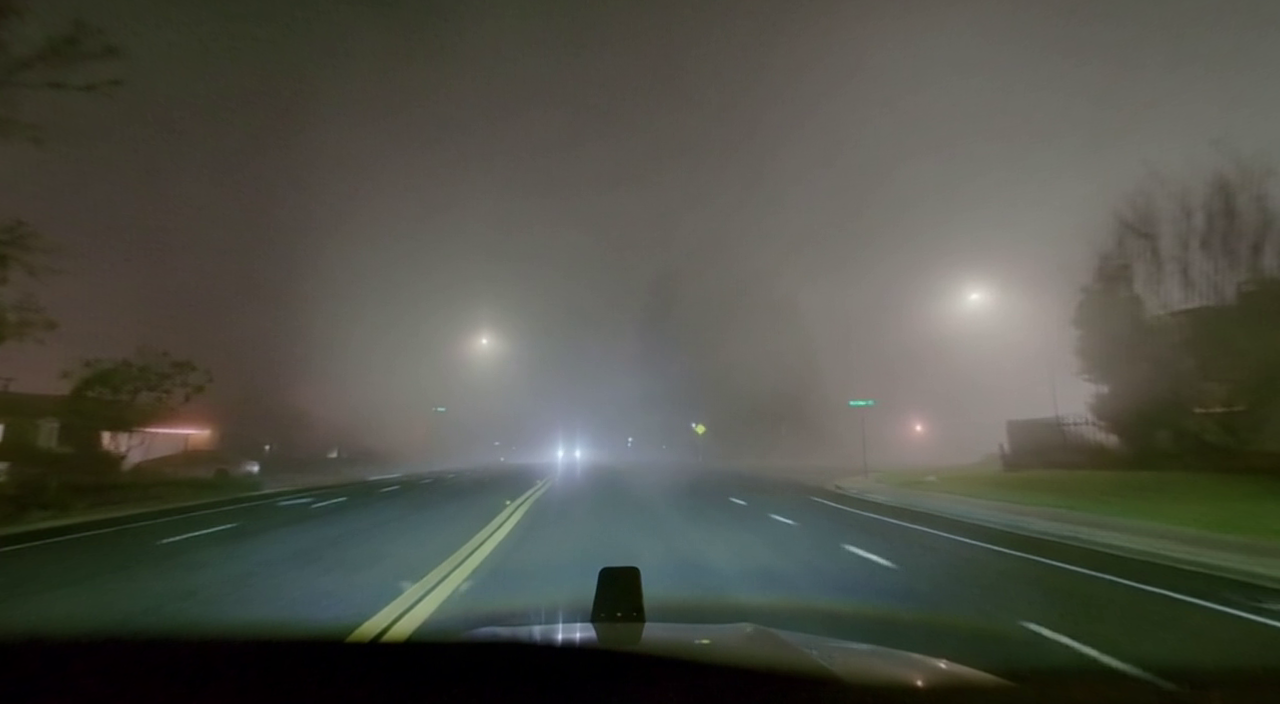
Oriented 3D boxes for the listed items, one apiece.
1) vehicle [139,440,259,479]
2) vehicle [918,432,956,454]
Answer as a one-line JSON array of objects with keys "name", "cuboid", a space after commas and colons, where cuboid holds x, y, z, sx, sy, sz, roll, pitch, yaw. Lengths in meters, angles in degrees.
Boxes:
[{"name": "vehicle", "cuboid": [-21.133, 5.152, 30.427, 4.050, 1.755, 2.243, 1, -8, -2]}, {"name": "vehicle", "cuboid": [23.167, 7.114, 49.421, 2.000, 1.594, 4.976, -4, -9, 18]}]
